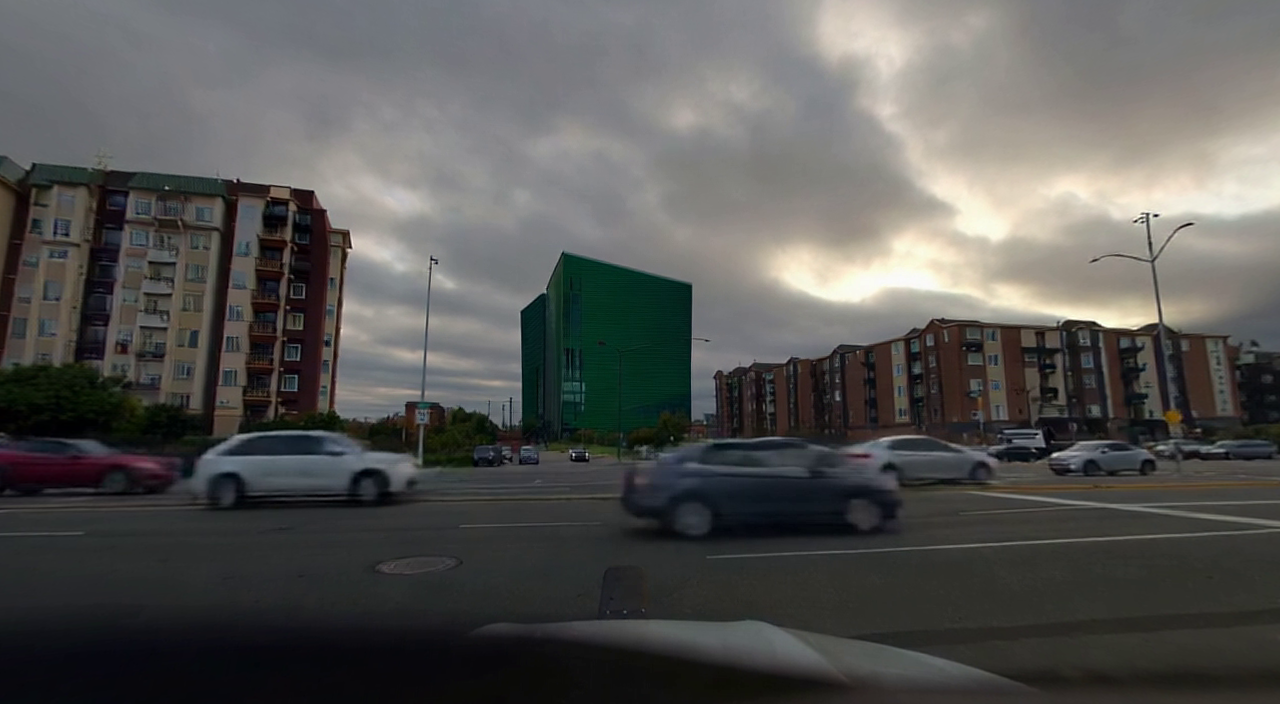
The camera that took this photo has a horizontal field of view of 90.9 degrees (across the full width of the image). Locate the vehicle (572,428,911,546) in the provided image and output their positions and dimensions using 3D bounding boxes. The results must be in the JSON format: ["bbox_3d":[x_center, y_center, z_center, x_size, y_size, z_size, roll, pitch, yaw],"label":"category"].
[{"bbox_3d":[1.375,1.961,9.663,4.685,1.528,2.014,1,-8,-9],"label":"vehicle"}]

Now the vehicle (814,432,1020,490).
[{"bbox_3d":[7.560,2.969,17.428,4.818,1.470,1.989,1,-9,-9],"label":"vehicle"}]

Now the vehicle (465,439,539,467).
[{"bbox_3d":[-10.168,7.471,46.552,4.920,1.956,1.865,-2,-9,15],"label":"vehicle"}]

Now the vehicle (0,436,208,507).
[{"bbox_3d":[-12.939,2.652,14.238,4.795,1.465,1.882,1,-9,-8],"label":"vehicle"}]

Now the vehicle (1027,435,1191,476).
[{"bbox_3d":[17.624,3.890,23.811,4.921,1.453,1.894,1,-9,-7],"label":"vehicle"}]

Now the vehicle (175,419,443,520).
[{"bbox_3d":[-5.995,2.173,11.957,4.011,1.697,1.857,1,-9,-9],"label":"vehicle"}]
